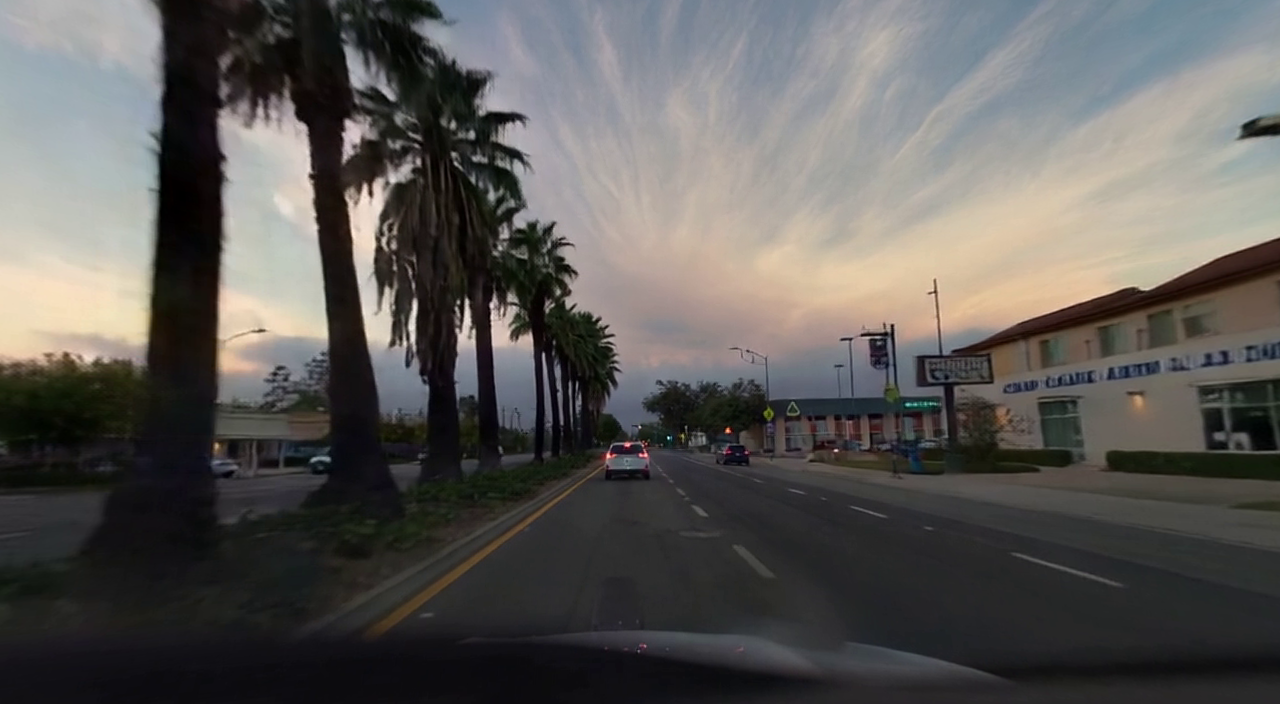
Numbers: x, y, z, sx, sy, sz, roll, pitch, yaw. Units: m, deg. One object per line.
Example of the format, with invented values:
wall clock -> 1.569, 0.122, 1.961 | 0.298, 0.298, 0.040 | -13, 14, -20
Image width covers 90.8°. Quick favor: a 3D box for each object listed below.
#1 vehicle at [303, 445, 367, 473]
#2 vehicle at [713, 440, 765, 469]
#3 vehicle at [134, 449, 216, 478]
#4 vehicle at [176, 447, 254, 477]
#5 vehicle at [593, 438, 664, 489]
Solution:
vehicle -> -19.293, 6.762, 40.223 | 2.021, 1.666, 4.247 | 0, -9, -1
vehicle -> 5.885, 6.206, 38.260 | 2.244, 1.618, 4.585 | 0, -9, -2
vehicle -> -29.833, 7.129, 40.690 | 2.011, 1.753, 4.066 | 0, -9, 2
vehicle -> -27.017, 6.975, 40.319 | 1.934, 1.736, 4.341 | 0, -9, -1
vehicle -> -0.349, 3.602, 20.756 | 2.106, 1.496, 3.964 | 0, -9, 0
